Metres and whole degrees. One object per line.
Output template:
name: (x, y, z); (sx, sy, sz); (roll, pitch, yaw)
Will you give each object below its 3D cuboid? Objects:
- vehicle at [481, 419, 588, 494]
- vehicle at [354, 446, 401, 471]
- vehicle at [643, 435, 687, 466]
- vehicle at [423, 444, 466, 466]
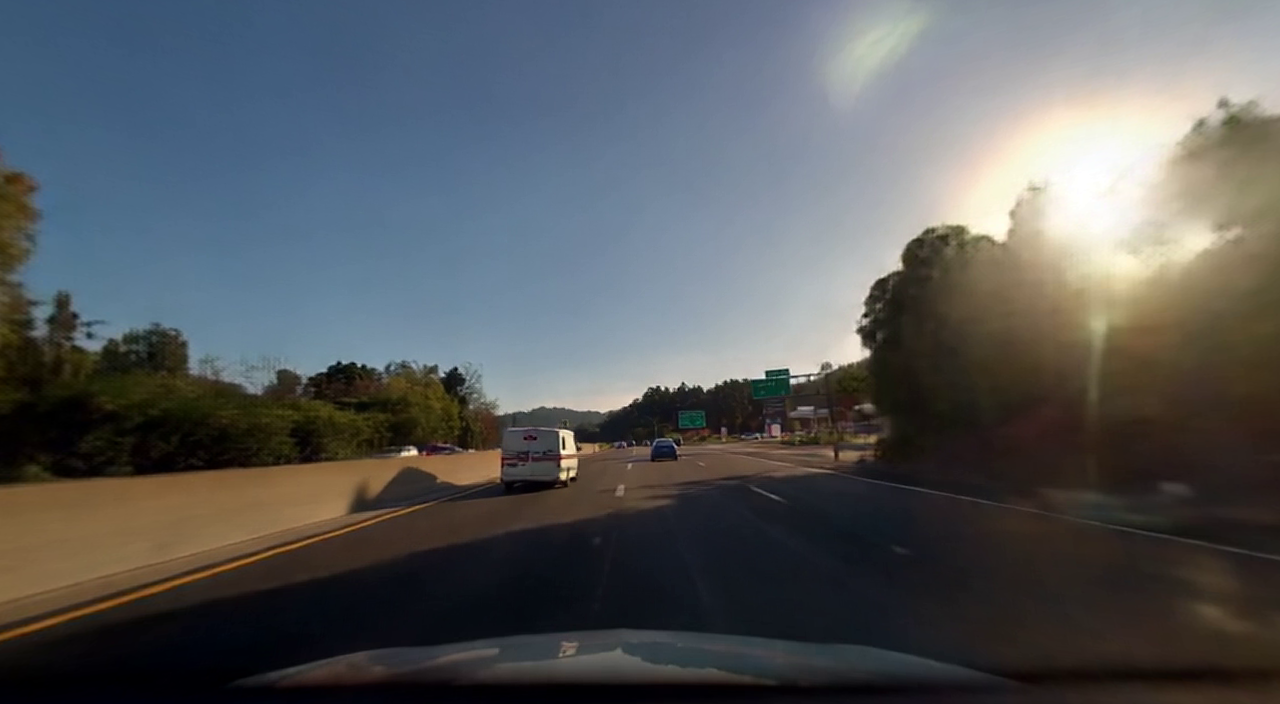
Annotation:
vehicle: (-2.637, 2.722, 16.878); (2.061, 1.732, 4.457); (0, -8, 1)
vehicle: (-18.609, 7.535, 44.859); (1.890, 1.607, 3.350); (0, -8, 0)
vehicle: (1.276, 5.310, 34.356); (2.151, 1.550, 4.694); (0, -8, -1)
vehicle: (-13.894, 7.343, 45.009); (1.805, 1.467, 3.531); (0, -8, 2)
